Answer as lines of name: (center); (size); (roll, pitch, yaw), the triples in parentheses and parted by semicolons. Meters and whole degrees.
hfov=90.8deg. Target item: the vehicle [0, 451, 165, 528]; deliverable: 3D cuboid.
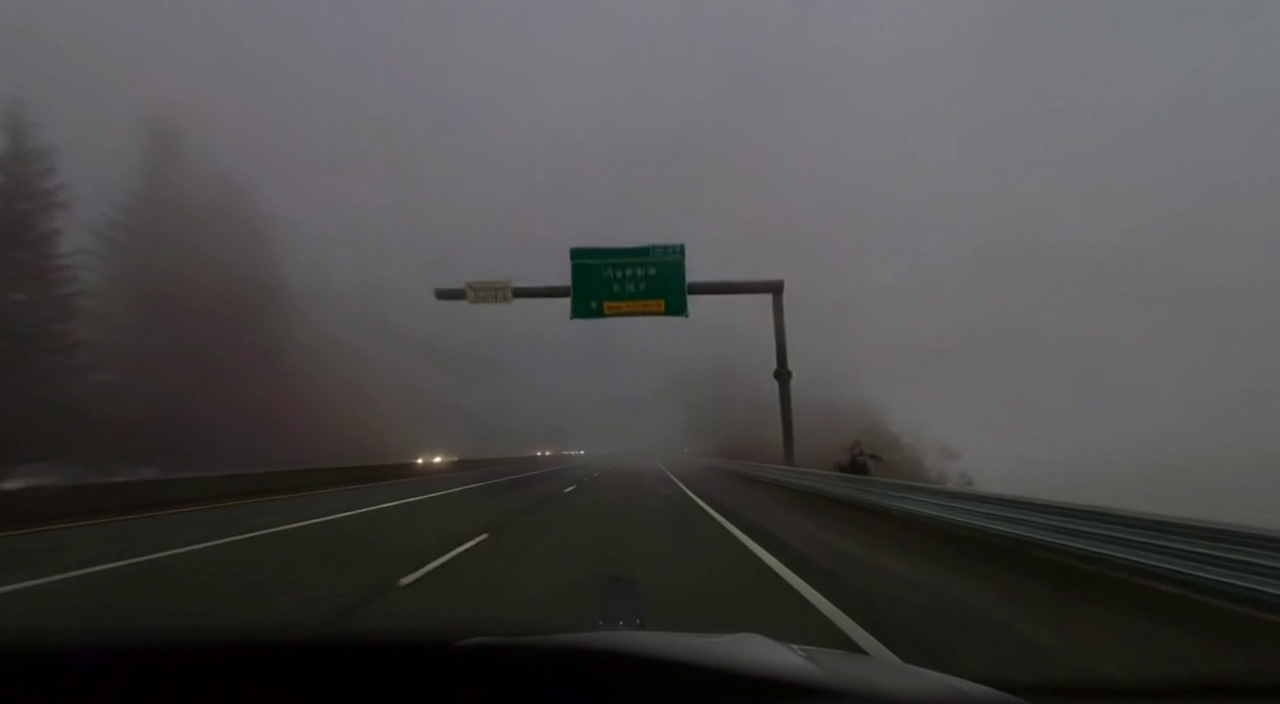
vehicle: (-13.180, 2.946, 14.034); (1.853, 1.448, 4.331); (0, -9, 0)
